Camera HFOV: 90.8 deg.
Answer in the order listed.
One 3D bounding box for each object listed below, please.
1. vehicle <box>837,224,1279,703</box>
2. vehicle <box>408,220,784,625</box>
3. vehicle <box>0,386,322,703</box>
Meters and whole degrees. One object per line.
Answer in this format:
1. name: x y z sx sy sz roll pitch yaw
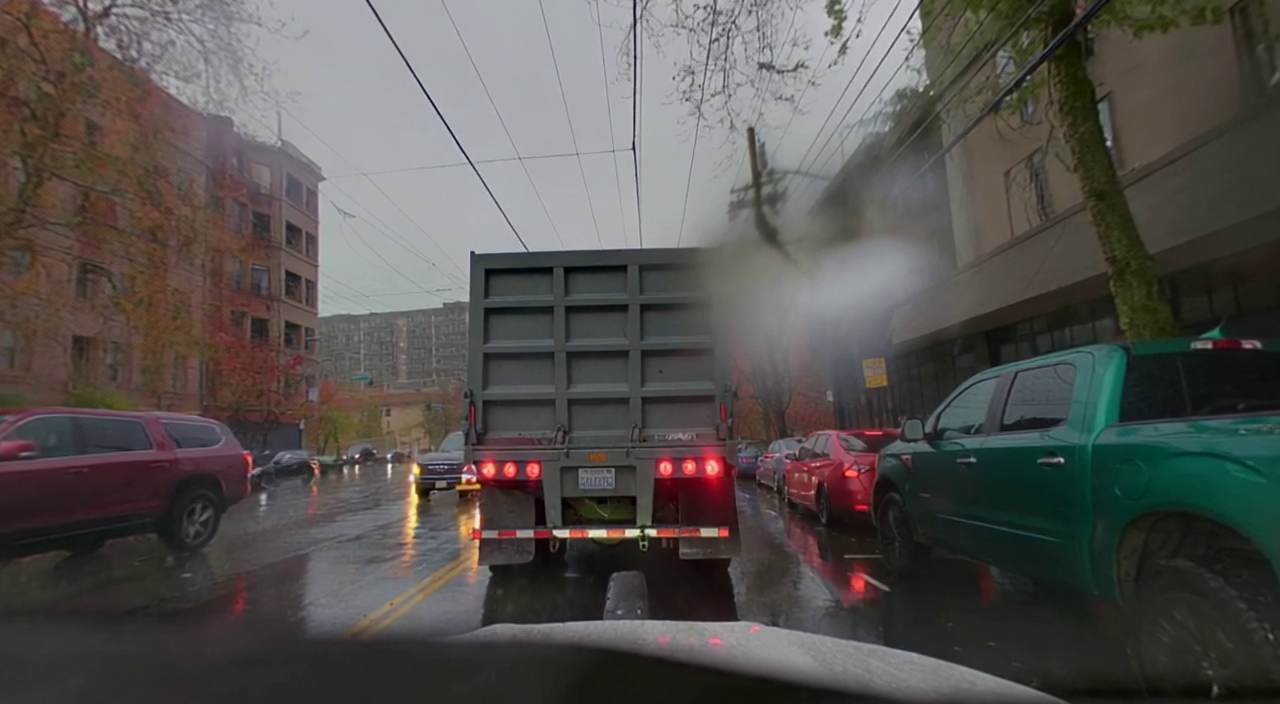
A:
1. vehicle: 3.238 0.845 3.863 2.242 1.979 5.722 0 -8 0
2. vehicle: -0.237 1.101 9.139 2.878 3.204 8.244 0 -8 2
3. vehicle: -4.126 1.122 3.861 1.988 1.657 4.492 0 -8 0
